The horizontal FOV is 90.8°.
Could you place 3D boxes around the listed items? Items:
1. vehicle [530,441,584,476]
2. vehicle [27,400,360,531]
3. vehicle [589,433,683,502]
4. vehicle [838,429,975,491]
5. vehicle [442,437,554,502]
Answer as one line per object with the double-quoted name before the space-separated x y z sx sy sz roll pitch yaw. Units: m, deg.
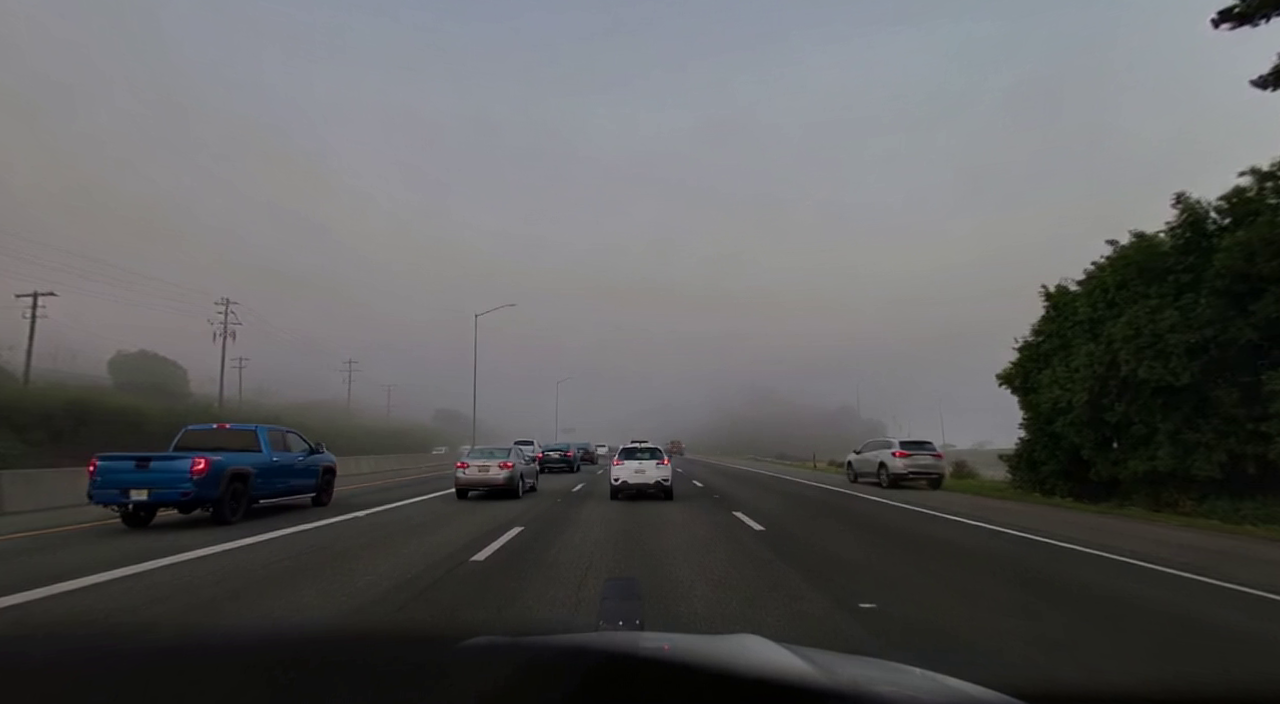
"vehicle" -3.664 4.761 28.587 1.904 1.448 4.060 0 -8 0
"vehicle" -7.874 2.086 12.208 2.194 1.922 5.637 -1 -8 1
"vehicle" -0.117 2.909 16.389 2.102 1.499 4.439 0 -8 -1
"vehicle" 8.107 3.326 19.811 2.205 1.701 4.601 0 -8 -1
"vehicle" -3.491 2.958 16.348 1.899 1.437 4.131 0 -8 1
